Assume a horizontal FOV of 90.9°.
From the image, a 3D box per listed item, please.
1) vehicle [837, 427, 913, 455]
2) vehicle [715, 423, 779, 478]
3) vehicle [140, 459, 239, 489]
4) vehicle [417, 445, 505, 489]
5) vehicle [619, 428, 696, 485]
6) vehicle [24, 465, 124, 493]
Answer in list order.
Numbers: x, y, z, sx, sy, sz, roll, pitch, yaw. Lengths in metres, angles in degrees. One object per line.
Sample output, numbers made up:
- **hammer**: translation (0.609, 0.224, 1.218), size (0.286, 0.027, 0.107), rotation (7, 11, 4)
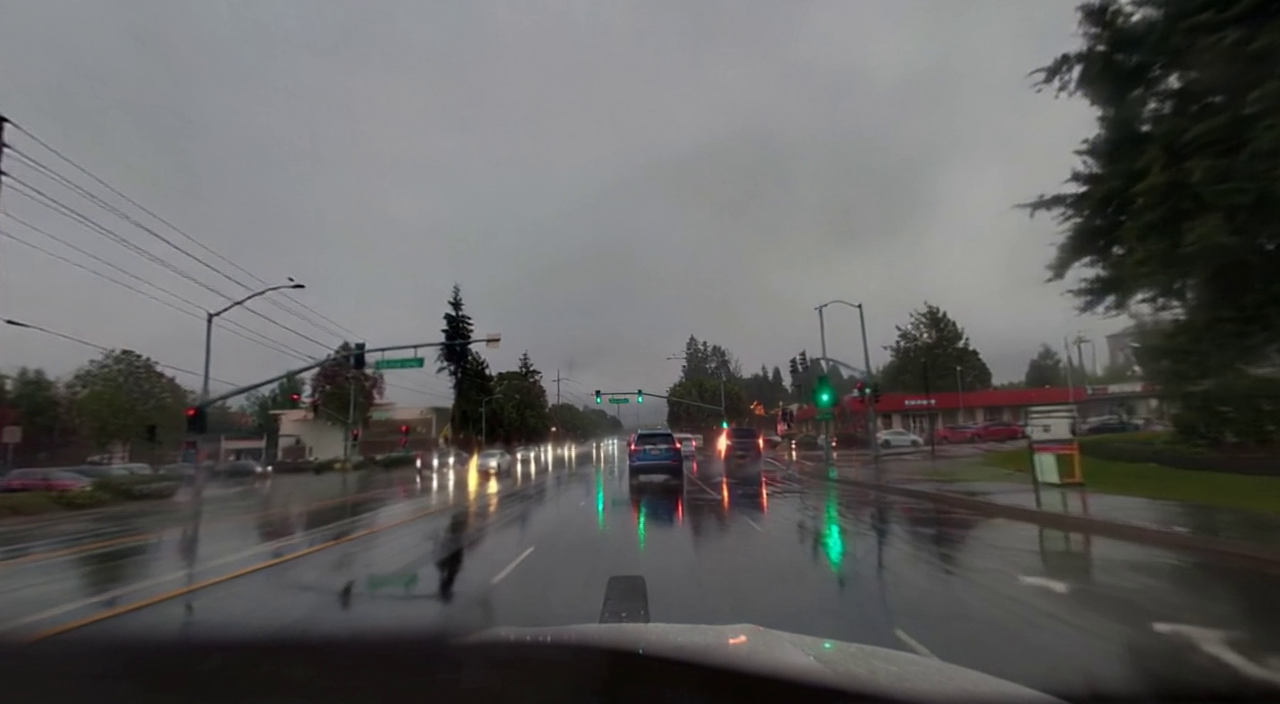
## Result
- **vehicle**: translation (15.331, 5.813, 41.186), size (4.386, 1.760, 2.228), rotation (4, -9, -29)
- **vehicle**: translation (4.677, 4.294, 27.727), size (2.452, 2.148, 5.877), rotation (-1, -8, 9)
- **vehicle**: translation (-29.707, 8.037, 41.695), size (4.890, 1.806, 2.205), rotation (0, -8, 2)
- **vehicle**: translation (-6.535, 4.223, 23.630), size (1.966, 1.461, 4.422), rotation (0, -8, 0)
- **vehicle**: translation (0.565, 3.803, 23.272), size (2.513, 1.854, 5.235), rotation (0, -8, 0)
- **vehicle**: translation (-37.698, 8.428, 42.064), size (4.839, 1.742, 1.993), rotation (-1, -8, 4)
